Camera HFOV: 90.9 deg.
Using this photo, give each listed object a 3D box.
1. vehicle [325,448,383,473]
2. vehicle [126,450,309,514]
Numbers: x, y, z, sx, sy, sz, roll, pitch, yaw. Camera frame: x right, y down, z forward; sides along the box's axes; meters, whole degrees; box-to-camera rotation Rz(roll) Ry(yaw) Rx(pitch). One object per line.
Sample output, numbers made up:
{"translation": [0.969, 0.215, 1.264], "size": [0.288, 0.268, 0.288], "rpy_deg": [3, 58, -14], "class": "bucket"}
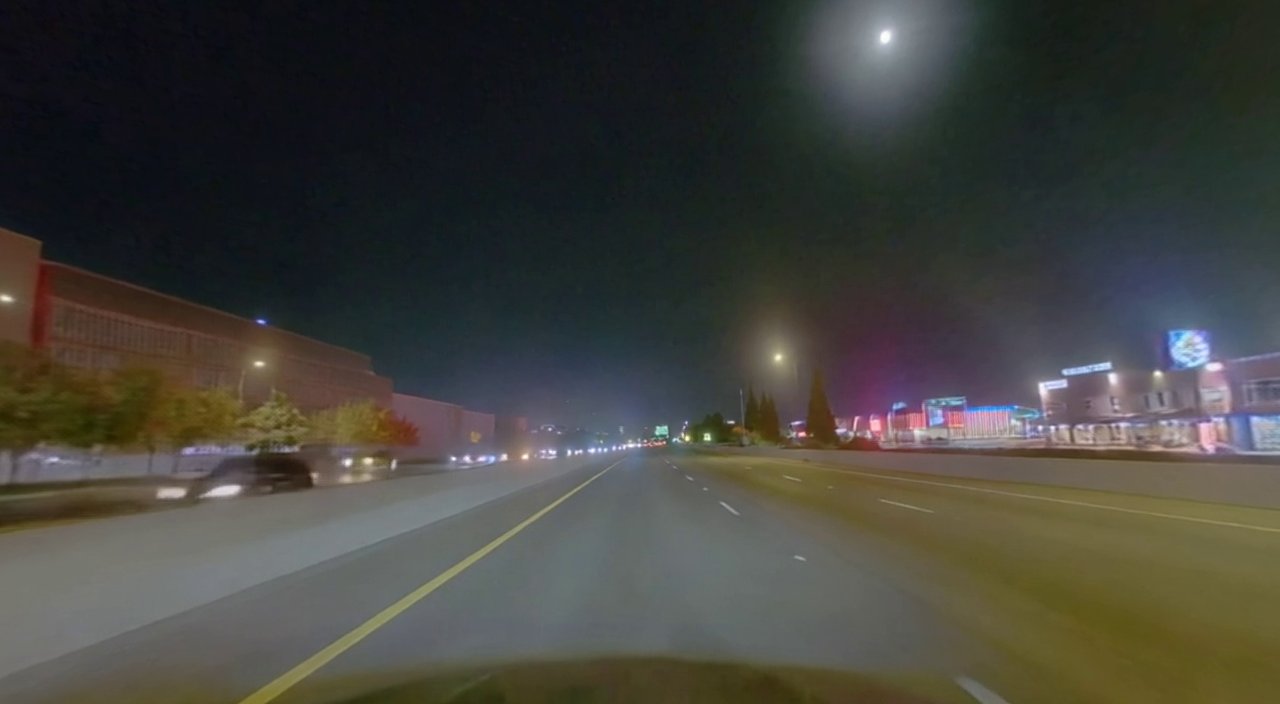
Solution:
{"translation": [-21.921, 8.298, 48.577], "size": [2.059, 1.784, 5.055], "rpy_deg": [0, -8, 0], "class": "vehicle"}
{"translation": [-11.562, 3.537, 17.768], "size": [1.910, 1.499, 4.634], "rpy_deg": [0, -8, 0], "class": "vehicle"}
